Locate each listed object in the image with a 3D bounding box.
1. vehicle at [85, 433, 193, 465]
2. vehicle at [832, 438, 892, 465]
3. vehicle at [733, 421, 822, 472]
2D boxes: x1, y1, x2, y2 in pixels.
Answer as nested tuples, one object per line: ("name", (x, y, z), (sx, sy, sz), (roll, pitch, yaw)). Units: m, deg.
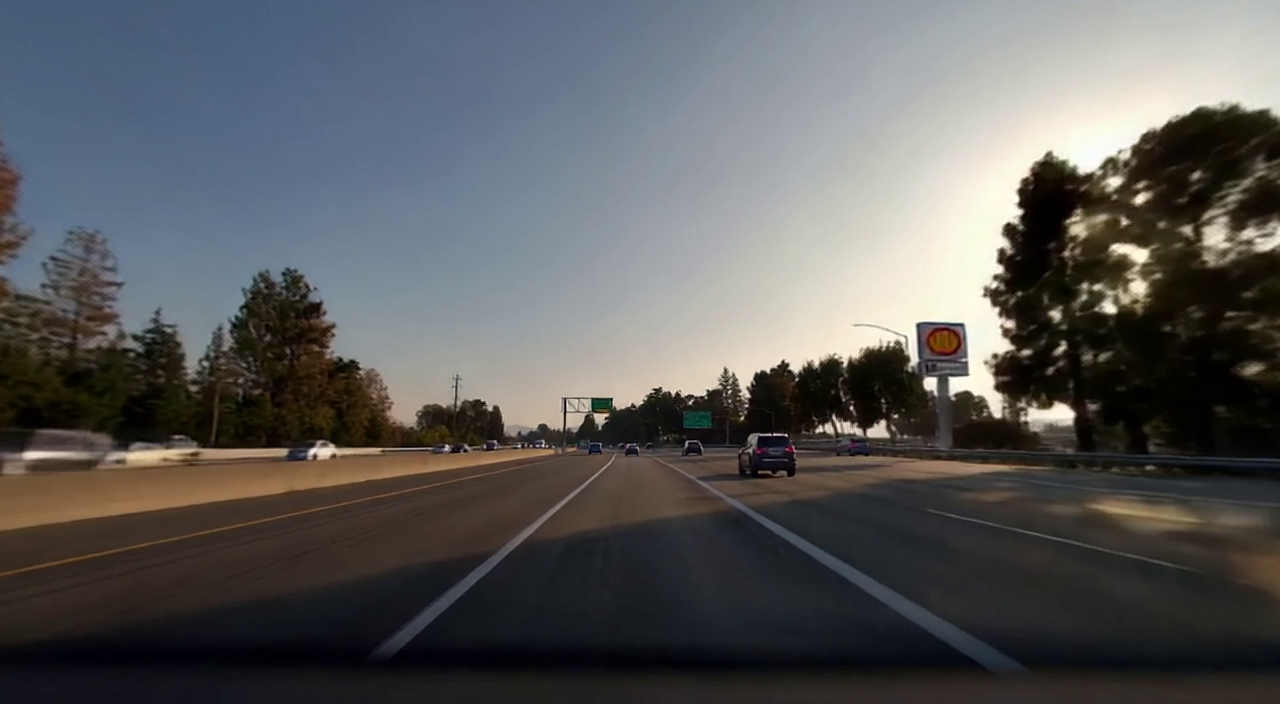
("vehicle", (-32.577, 6.345, 41.243), (2.255, 1.931, 5.864), (0, -8, -1))
("vehicle", (13.946, 6.275, 39.876), (2.072, 1.611, 4.387), (0, -8, -2))
("vehicle", (6.975, 4.988, 33.292), (2.779, 2.339, 8.073), (0, -8, -1))
